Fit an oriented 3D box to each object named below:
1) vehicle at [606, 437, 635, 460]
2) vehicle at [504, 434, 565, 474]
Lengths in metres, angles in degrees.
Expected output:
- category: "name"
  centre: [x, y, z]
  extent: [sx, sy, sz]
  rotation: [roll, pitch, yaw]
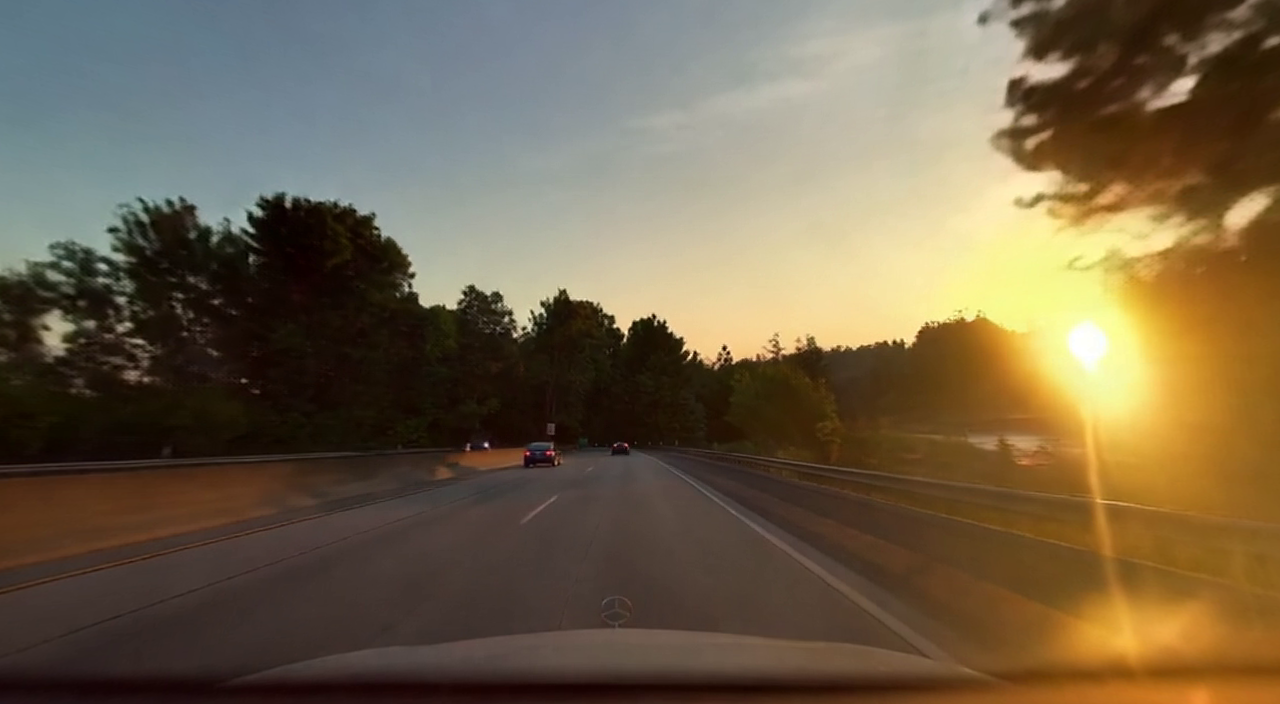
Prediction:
- category: "vehicle"
  centre: [-1.541, 7.556, 49.445]
  extent: [2.159, 1.670, 4.395]
  rotation: [0, -8, -1]
- category: "vehicle"
  centre: [-4.772, 4.676, 29.117]
  extent: [2.111, 1.645, 4.382]
  rotation: [0, -8, -1]
